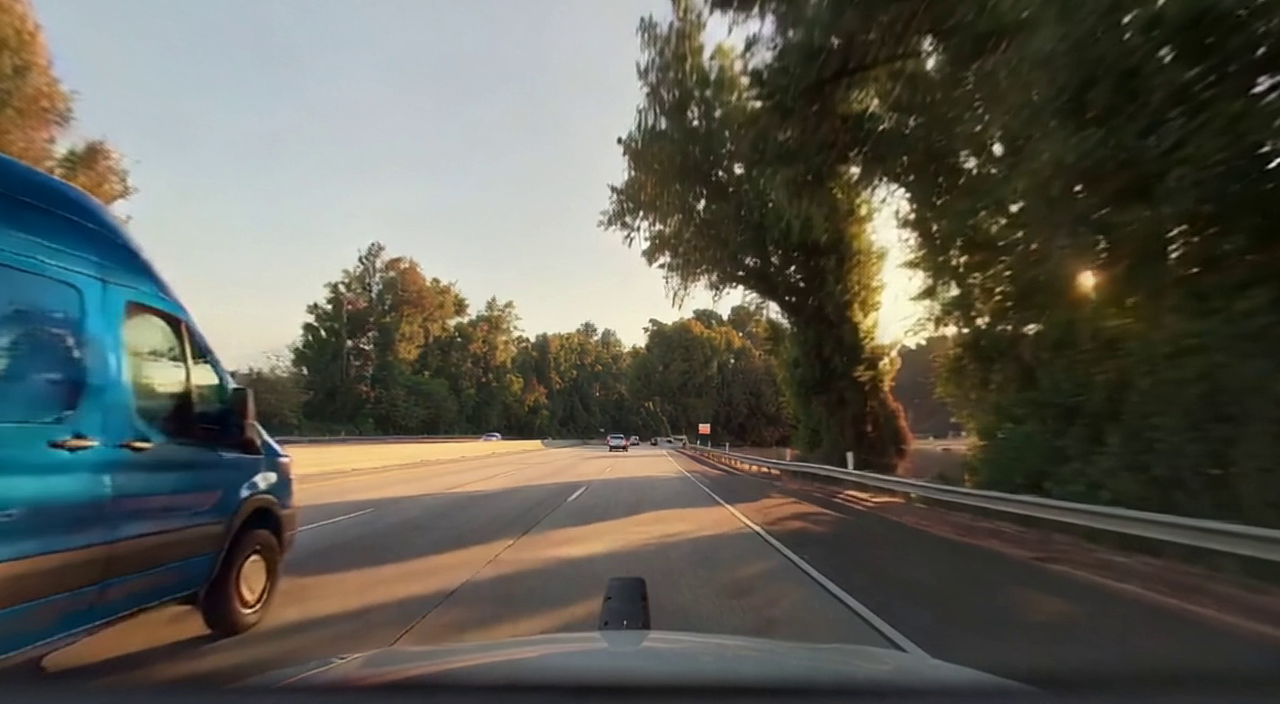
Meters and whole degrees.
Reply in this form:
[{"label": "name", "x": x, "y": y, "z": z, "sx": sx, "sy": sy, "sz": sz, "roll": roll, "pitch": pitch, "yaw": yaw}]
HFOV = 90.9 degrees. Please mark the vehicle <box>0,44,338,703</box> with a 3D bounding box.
[{"label": "vehicle", "x": -3.814, "y": 0.151, "z": 2.412, "sx": 2.319, "sy": 2.883, "sz": 5.632, "roll": 0, "pitch": -8, "yaw": 2}]
